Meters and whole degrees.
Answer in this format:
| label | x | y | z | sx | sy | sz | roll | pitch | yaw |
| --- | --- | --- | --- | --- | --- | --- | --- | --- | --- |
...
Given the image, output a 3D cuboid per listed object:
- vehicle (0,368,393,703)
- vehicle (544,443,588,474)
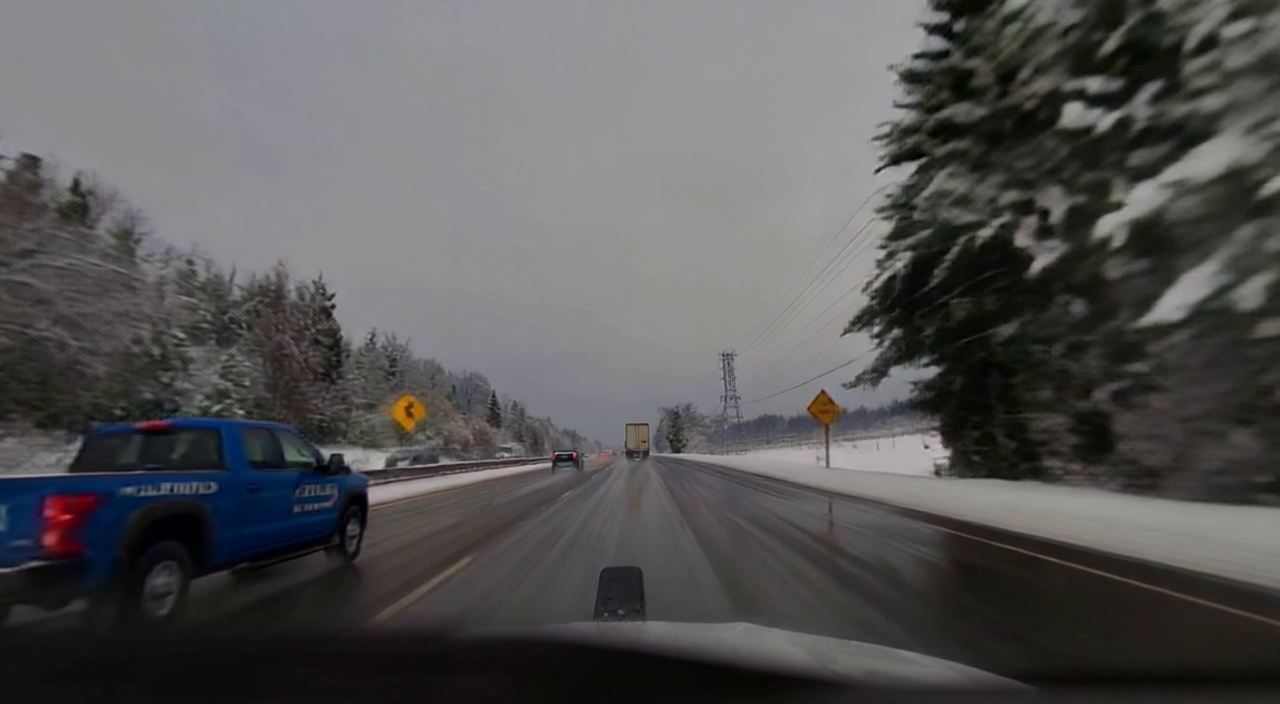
| label | x | y | z | sx | sy | sz | roll | pitch | yaw |
| --- | --- | --- | --- | --- | --- | --- | --- | --- | --- |
| vehicle | -3.962 | 1.230 | 4.876 | 2.049 | 1.697 | 4.998 | 0 | -9 | 0 |
| vehicle | -4.400 | 6.406 | 38.092 | 2.111 | 1.735 | 4.066 | 0 | -9 | 0 |
